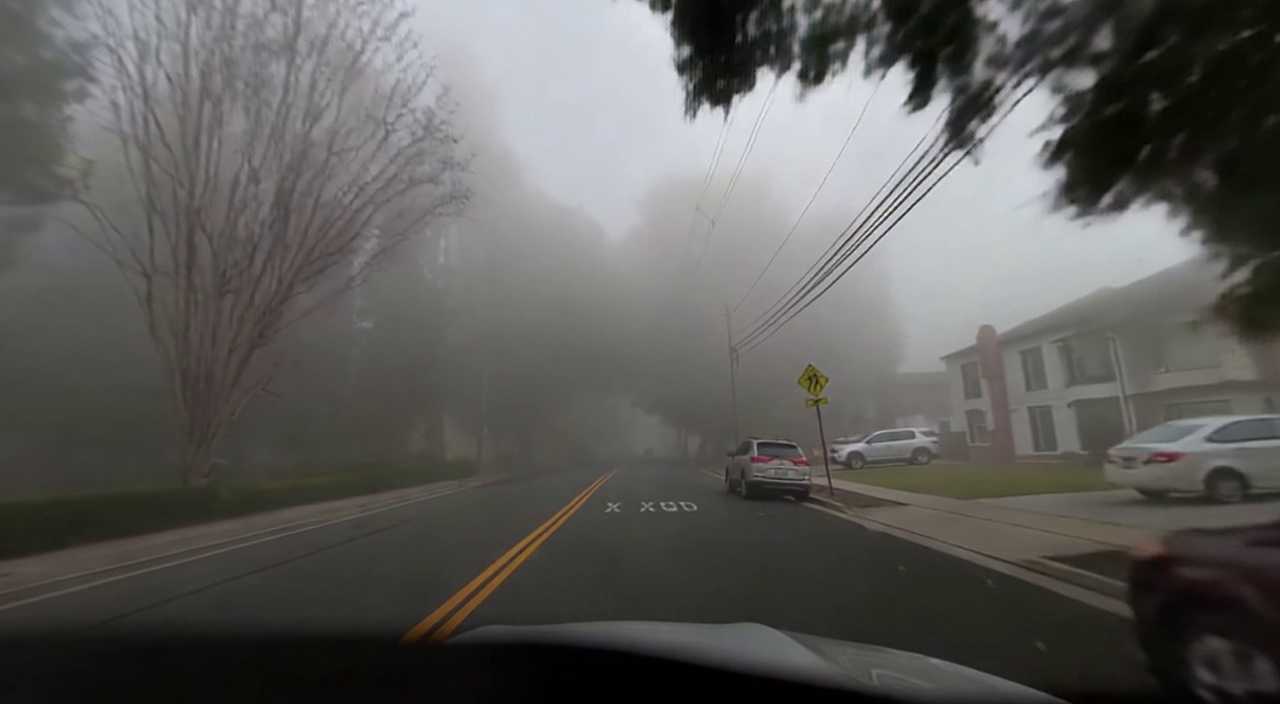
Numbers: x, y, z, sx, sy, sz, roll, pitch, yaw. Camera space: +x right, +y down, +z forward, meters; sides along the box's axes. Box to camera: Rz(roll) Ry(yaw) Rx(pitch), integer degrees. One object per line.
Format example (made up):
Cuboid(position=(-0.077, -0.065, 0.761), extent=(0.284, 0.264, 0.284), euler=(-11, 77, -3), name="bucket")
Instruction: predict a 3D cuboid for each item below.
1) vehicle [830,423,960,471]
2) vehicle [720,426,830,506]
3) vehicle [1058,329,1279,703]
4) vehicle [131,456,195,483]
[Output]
Cuboid(position=(10.523, 3.941, 26.340), extent=(4.512, 1.793, 1.908), euler=(-1, -9, -2), name="vehicle")
Cuboid(position=(3.429, 2.986, 16.934), extent=(1.949, 1.807, 4.224), euler=(1, -9, -1), name="vehicle")
Cuboid(position=(3.500, 0.621, 1.132), extent=(2.125, 1.772, 4.629), euler=(0, -9, -3), name="vehicle")
Cuboid(position=(-29.083, 7.096, 38.463), extent=(4.558, 1.495, 1.925), euler=(-7, -11, 38), name="vehicle")
